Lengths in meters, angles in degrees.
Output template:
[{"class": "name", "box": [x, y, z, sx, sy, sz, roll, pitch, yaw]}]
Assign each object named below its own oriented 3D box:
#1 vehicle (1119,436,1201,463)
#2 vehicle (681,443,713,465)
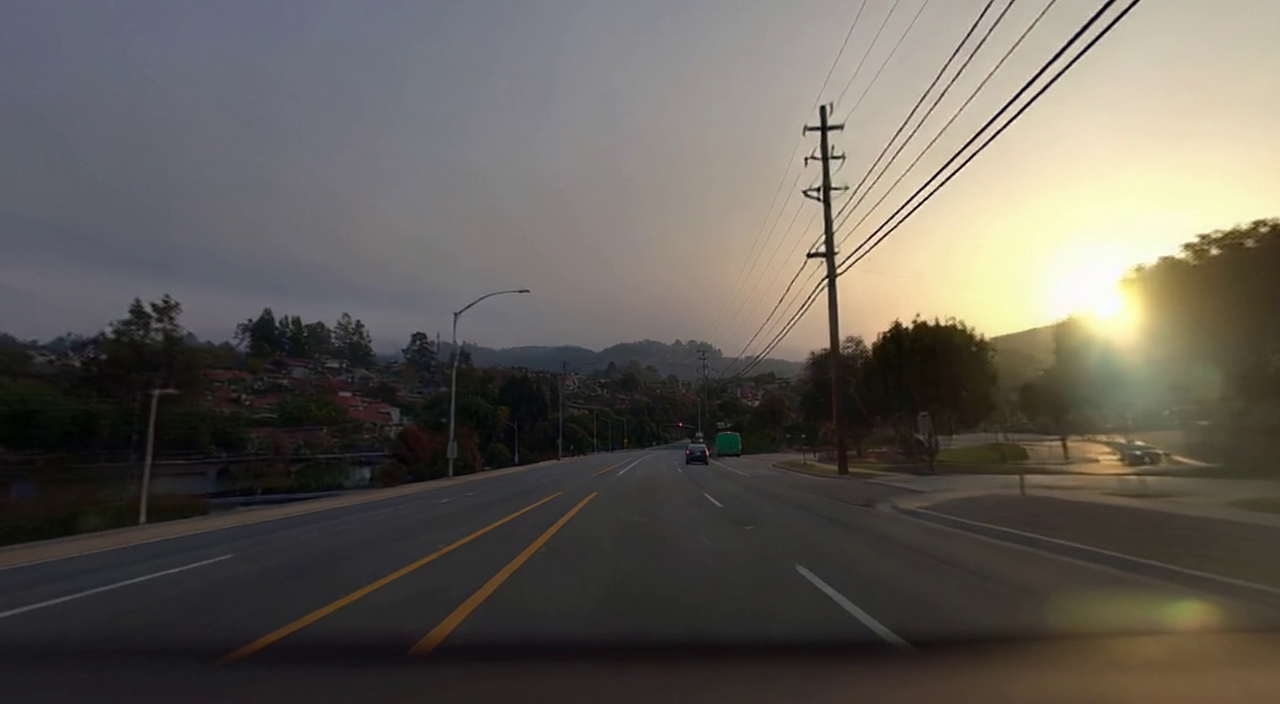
[{"class": "vehicle", "box": [28.800, 5.421, 35.174, 1.751, 1.408, 4.127, -2, -9, 12]}, {"class": "vehicle", "box": [4.100, 7.386, 45.933, 2.015, 1.467, 4.117, 0, -8, 1]}]
